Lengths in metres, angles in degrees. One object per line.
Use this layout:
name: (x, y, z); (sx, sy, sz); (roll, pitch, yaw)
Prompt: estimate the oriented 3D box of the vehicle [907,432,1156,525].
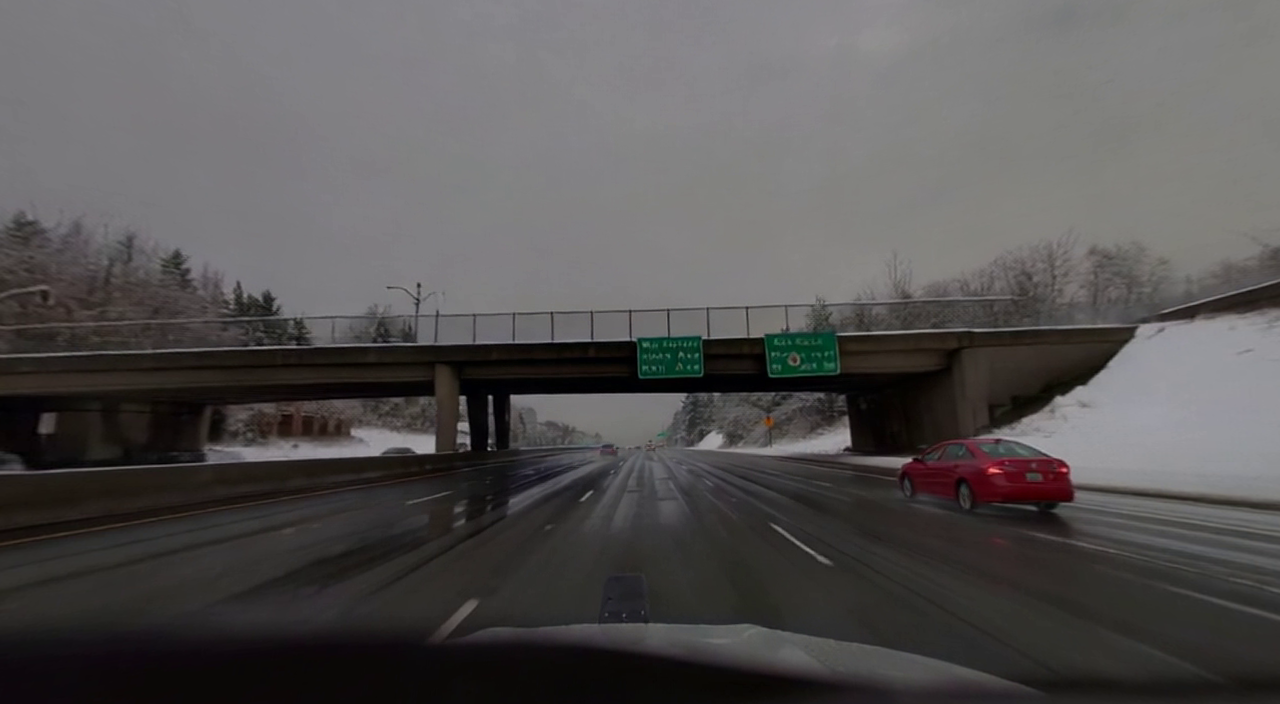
vehicle: (7.208, 2.353, 12.353); (1.914, 1.465, 4.574); (0, -8, 0)
